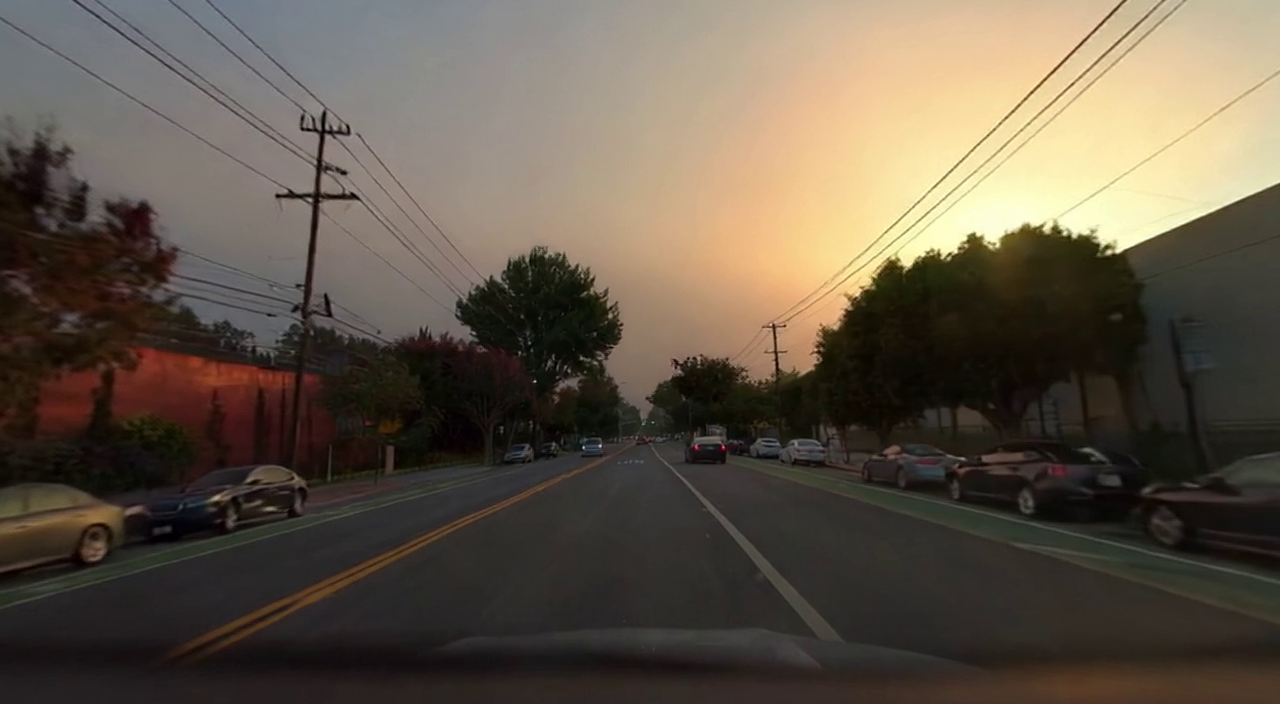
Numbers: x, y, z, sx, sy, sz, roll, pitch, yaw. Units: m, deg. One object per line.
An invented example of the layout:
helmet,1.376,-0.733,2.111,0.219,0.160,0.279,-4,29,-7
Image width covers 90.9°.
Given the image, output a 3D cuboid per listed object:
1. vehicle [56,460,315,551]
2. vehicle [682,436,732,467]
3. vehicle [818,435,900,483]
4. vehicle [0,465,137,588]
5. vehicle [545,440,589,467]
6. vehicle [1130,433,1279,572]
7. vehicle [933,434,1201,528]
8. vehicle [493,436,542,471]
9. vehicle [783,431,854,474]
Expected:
vehicle,-9.403,3.165,13.741,2.117,1.474,4.740,-1,-8,0
vehicle,3.505,5.307,33.873,2.059,1.489,4.629,0,-8,-2
vehicle,8.004,3.913,23.351,1.836,1.500,3.630,3,-8,2
vehicle,-9.470,2.438,8.399,1.944,1.524,4.404,-5,-8,1
vehicle,-4.181,5.909,36.879,1.989,1.474,4.112,-1,-8,2
vehicle,7.660,1.515,6.221,1.943,1.441,4.494,0,-8,-1
vehicle,7.876,2.384,12.340,2.093,1.472,4.434,0,-8,-1
vehicle,-8.891,7.314,46.081,2.419,2.087,5.334,-3,-6,0
vehicle,7.964,4.507,28.598,1.879,1.765,4.339,0,-8,-1
